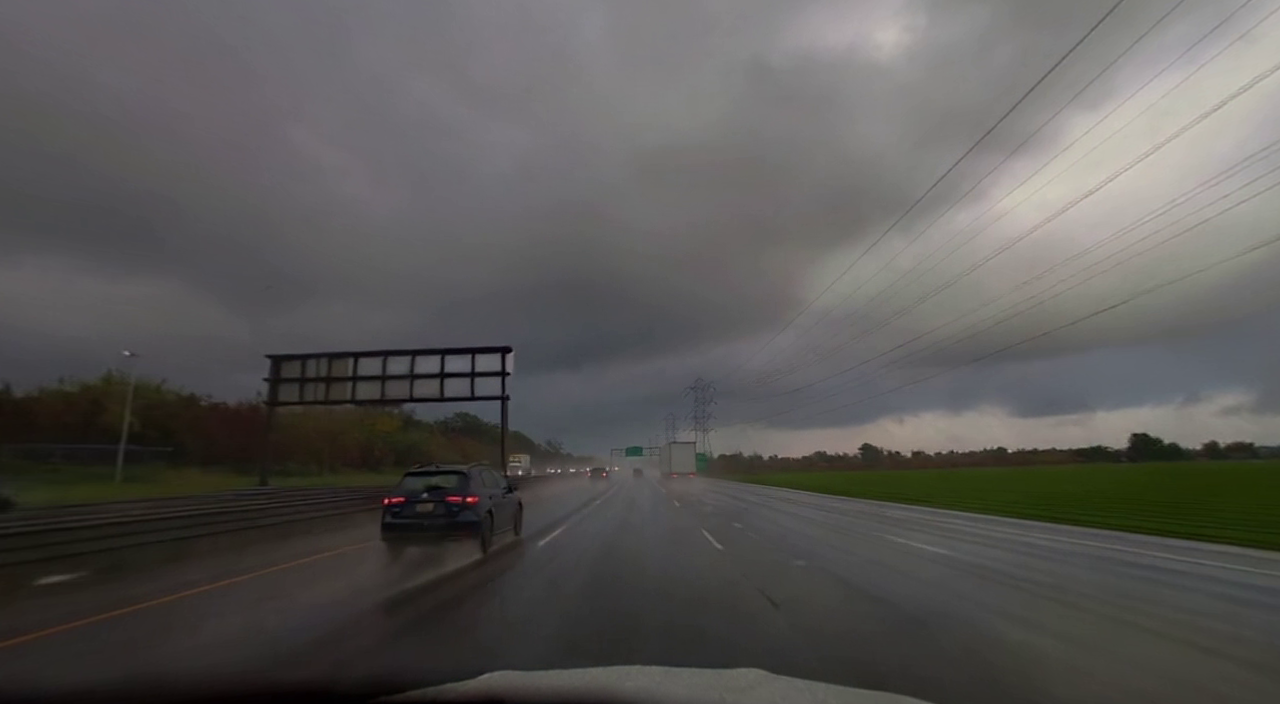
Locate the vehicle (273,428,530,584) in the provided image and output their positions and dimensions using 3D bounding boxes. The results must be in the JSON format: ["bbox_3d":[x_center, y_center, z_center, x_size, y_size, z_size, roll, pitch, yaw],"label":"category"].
[{"bbox_3d":[-3.107,2.169,9.450,2.065,1.722,4.441,1,-11,0],"label":"vehicle"}]

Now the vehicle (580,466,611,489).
[{"bbox_3d":[-3.246,9.213,46.442,1.942,1.597,3.943,1,-11,0],"label":"vehicle"}]
